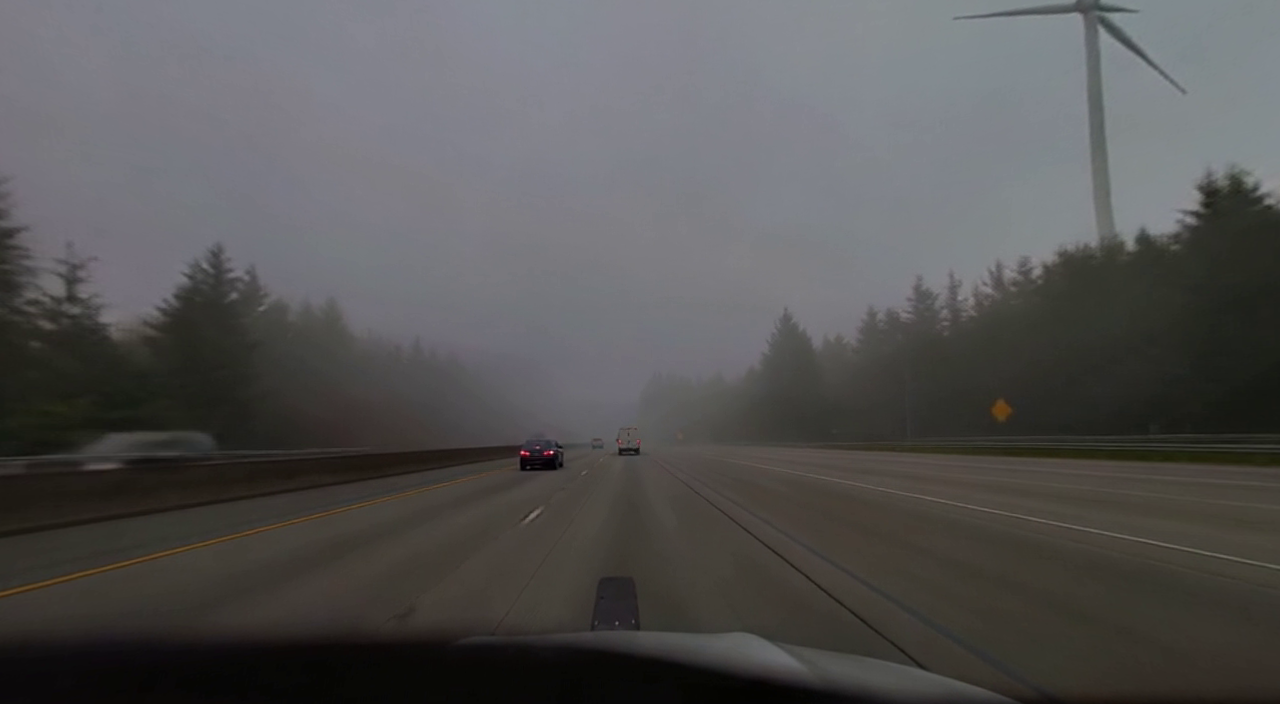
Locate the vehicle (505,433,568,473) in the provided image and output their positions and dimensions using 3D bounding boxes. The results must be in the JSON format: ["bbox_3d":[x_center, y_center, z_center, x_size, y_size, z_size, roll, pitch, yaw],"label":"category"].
[{"bbox_3d":[-4.200,4.132,26.113,1.950,1.511,3.965,0,-8,0],"label":"vehicle"}]

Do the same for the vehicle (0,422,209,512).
[{"bbox_3d":[-12.665,2.575,14.690,1.999,1.752,4.588,0,-8,-1],"label":"vehicle"}]
